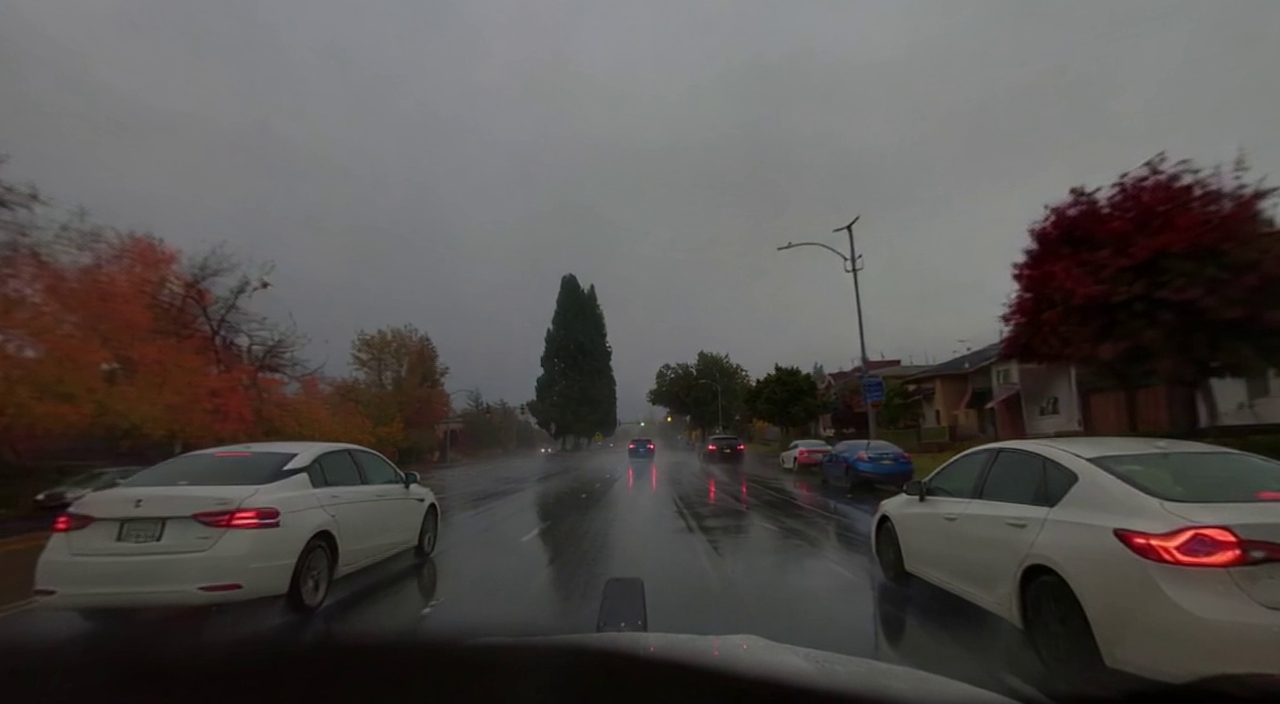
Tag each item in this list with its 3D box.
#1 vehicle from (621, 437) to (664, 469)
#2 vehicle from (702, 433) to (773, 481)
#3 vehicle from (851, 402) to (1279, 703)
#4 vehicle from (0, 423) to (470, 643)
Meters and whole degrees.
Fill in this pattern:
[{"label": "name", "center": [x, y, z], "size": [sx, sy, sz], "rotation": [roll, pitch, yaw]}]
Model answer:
[{"label": "vehicle", "center": [0.135, 5.654, 35.366], "size": [2.293, 1.662, 4.262], "rotation": [0, -8, 0]}, {"label": "vehicle", "center": [3.638, 4.031, 24.296], "size": [2.019, 1.675, 4.488], "rotation": [0, -8, 0]}, {"label": "vehicle", "center": [3.346, 1.260, 4.620], "size": [2.060, 1.474, 4.475], "rotation": [0, -8, 0]}, {"label": "vehicle", "center": [-3.486, 1.577, 6.634], "size": [1.997, 1.479, 4.547], "rotation": [0, -8, 1]}]
